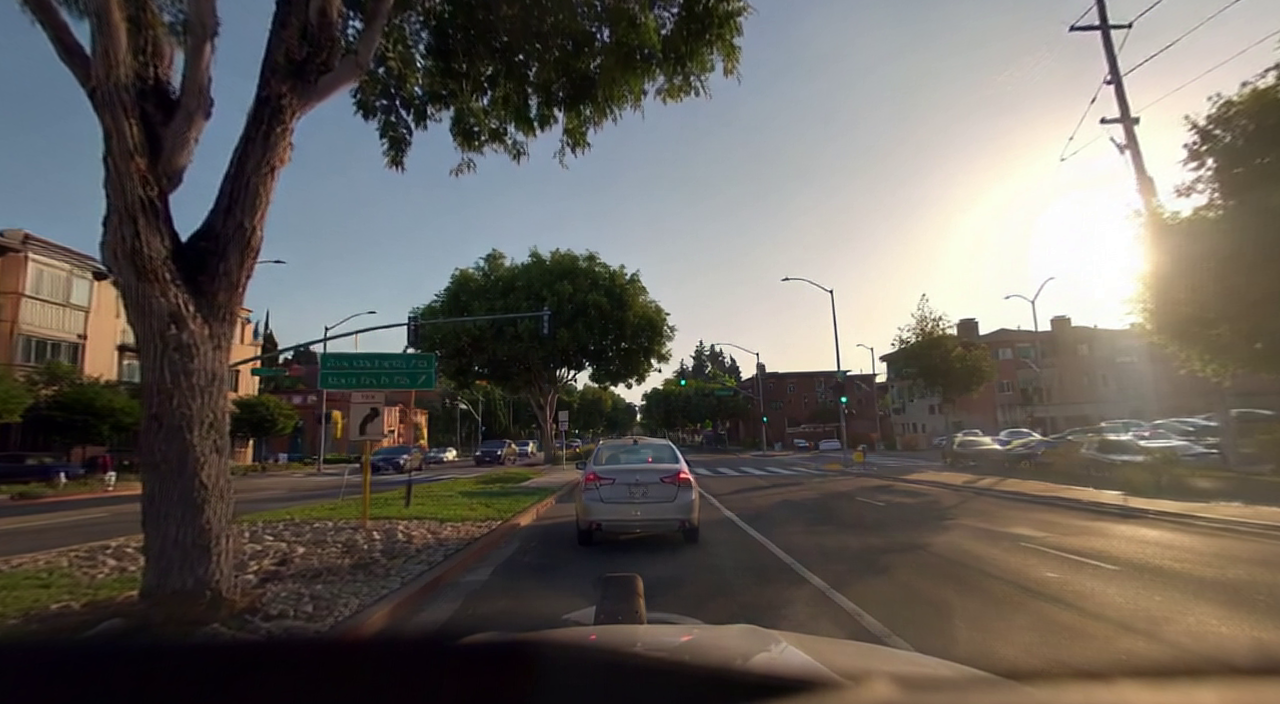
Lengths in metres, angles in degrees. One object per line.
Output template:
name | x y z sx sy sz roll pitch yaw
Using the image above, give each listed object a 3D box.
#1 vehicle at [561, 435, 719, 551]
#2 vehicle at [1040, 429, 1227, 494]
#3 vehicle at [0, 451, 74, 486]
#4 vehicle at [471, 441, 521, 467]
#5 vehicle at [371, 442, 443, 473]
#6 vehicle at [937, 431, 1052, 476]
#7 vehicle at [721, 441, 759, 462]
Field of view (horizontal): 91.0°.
vehicle | -0.107 2.110 10.155 2.010 1.447 4.121 0 -9 -3
vehicle | 13.076 2.919 17.060 1.859 1.525 3.948 0 -9 1
vehicle | -27.408 5.025 27.215 1.773 1.438 4.268 0 -9 2
vehicle | -8.798 6.245 38.759 1.994 1.474 4.411 0 -9 0
vehicle | -12.259 5.574 33.426 2.125 1.495 4.308 0 -9 1
vehicle | 13.068 3.773 23.501 1.887 1.504 3.898 0 -9 -2
vehicle | 6.966 6.991 44.288 1.932 1.439 4.159 0 -9 -1
